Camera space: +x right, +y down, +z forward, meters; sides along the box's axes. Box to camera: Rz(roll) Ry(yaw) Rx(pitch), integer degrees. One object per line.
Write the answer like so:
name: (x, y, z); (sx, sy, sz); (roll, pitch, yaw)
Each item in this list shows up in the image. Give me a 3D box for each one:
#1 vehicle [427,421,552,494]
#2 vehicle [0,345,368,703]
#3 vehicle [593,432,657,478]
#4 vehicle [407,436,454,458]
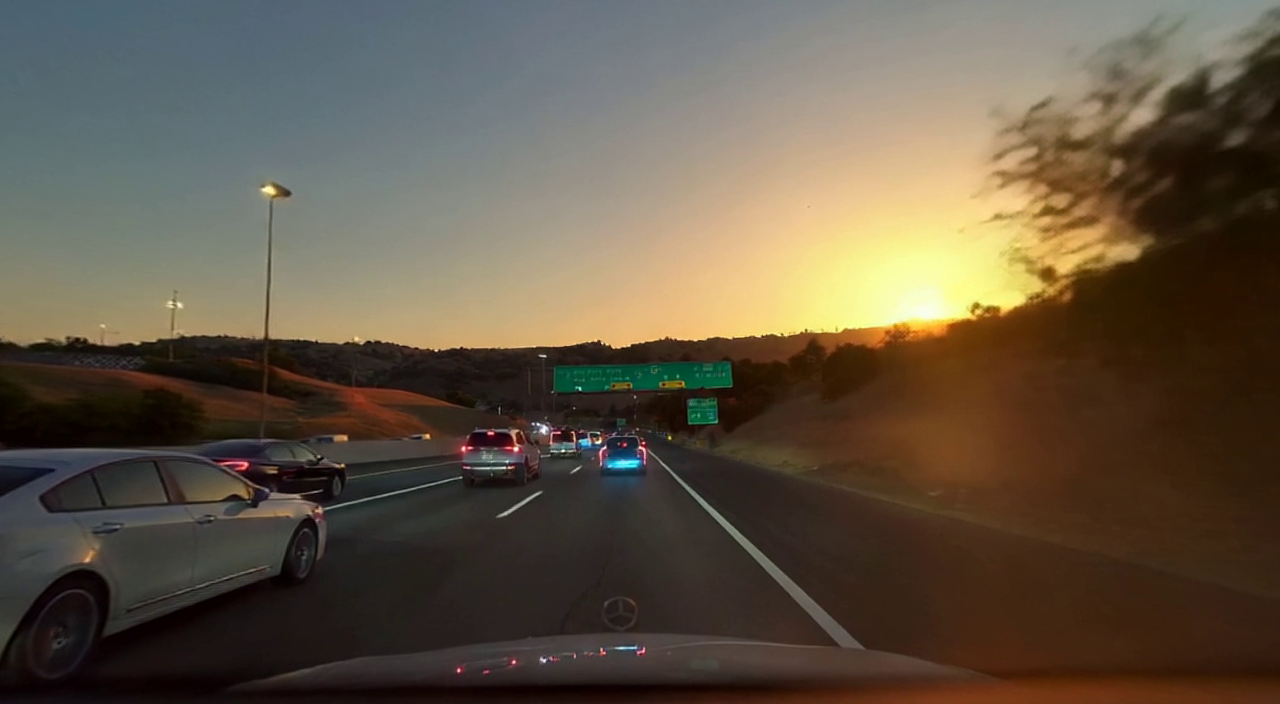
vehicle: (-3.825, 2.766, 16.953); (2.154, 1.690, 4.595); (0, -8, 1)
vehicle: (-3.885, 1.040, 4.314); (2.107, 1.703, 4.274); (0, -8, 0)
vehicle: (-0.503, 3.583, 22.183); (2.070, 1.452, 3.834); (0, -8, 0)
vehicle: (-15.569, 7.055, 46.918); (2.049, 1.578, 3.937); (0, -8, 1)
